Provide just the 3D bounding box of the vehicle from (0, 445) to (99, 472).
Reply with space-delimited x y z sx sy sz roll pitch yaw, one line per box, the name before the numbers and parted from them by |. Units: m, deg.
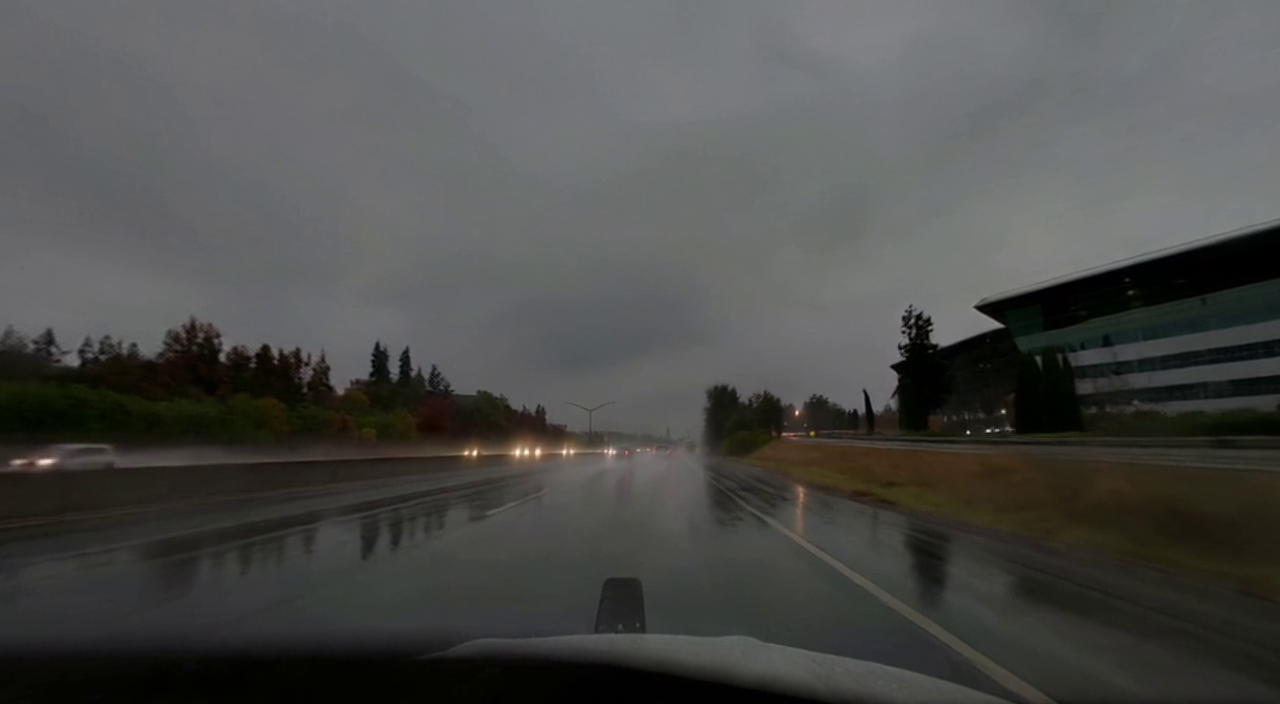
vehicle | -34.997 6.258 37.326 1.827 1.461 4.484 -1 -8 6
